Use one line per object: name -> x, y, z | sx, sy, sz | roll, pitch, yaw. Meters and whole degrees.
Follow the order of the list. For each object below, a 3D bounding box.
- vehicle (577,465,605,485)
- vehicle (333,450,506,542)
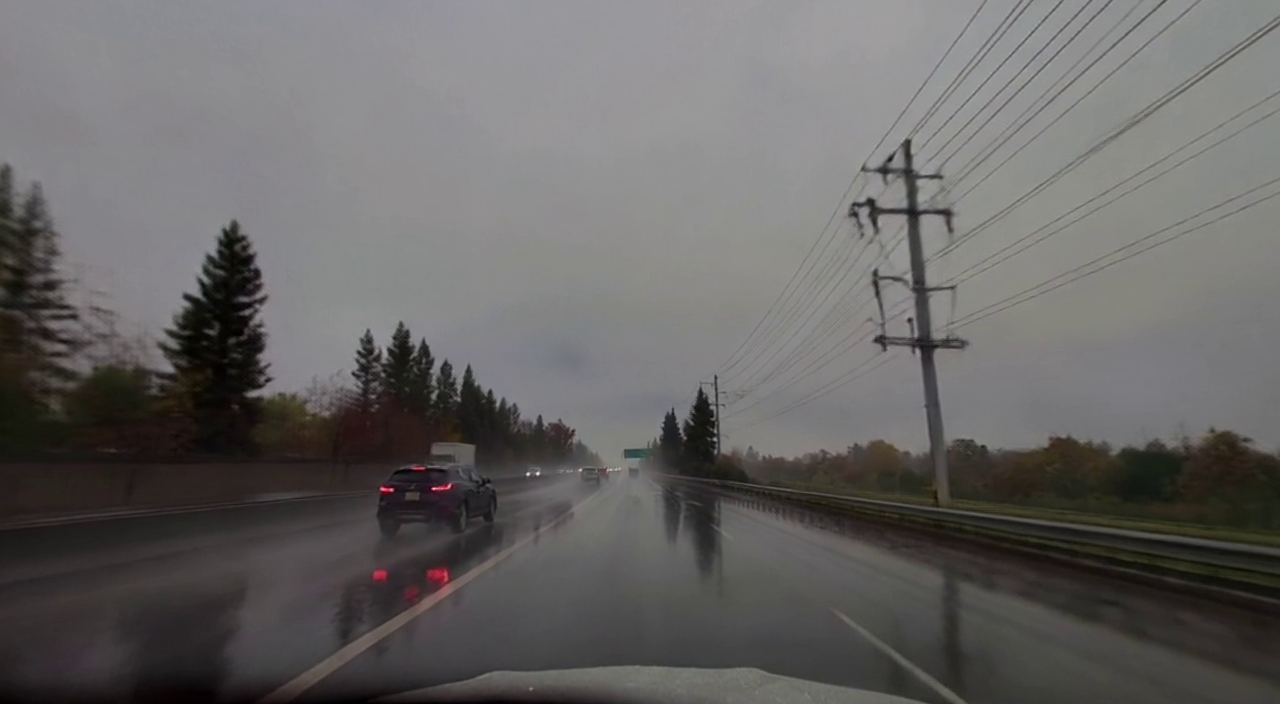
vehicle -> -3.784, 9.633, 49.391 | 1.884, 1.486, 3.934 | 1, -11, -1
vehicle -> -4.179, 2.825, 12.800 | 1.963, 1.501, 4.227 | 1, -11, 0
